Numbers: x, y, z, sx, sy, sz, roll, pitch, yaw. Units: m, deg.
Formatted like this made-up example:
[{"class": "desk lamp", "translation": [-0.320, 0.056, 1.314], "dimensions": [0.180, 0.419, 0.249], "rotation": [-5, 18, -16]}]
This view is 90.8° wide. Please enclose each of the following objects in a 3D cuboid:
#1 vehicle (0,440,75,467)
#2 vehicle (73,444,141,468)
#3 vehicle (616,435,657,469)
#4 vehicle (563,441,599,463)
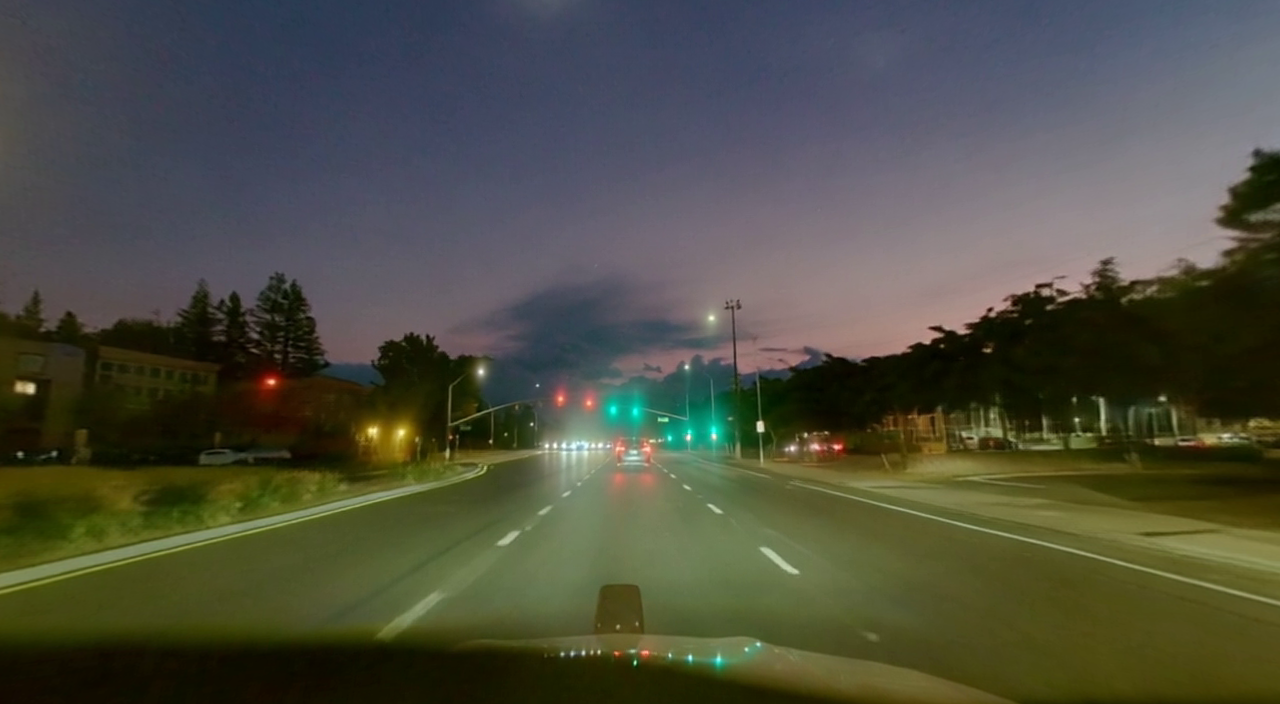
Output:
[{"class": "vehicle", "translation": [-47.690, 7.940, 49.430], "dimensions": [2.427, 1.959, 5.505], "rotation": [1, -9, -8]}, {"class": "vehicle", "translation": [-39.862, 7.783, 47.431], "dimensions": [2.271, 1.687, 4.754], "rotation": [3, -9, -19]}, {"class": "vehicle", "translation": [-0.238, 5.547, 35.231], "dimensions": [2.188, 1.782, 3.982], "rotation": [0, -9, -1]}, {"class": "vehicle", "translation": [-4.056, 6.907, 43.766], "dimensions": [2.075, 1.474, 4.367], "rotation": [0, -9, 0]}]
